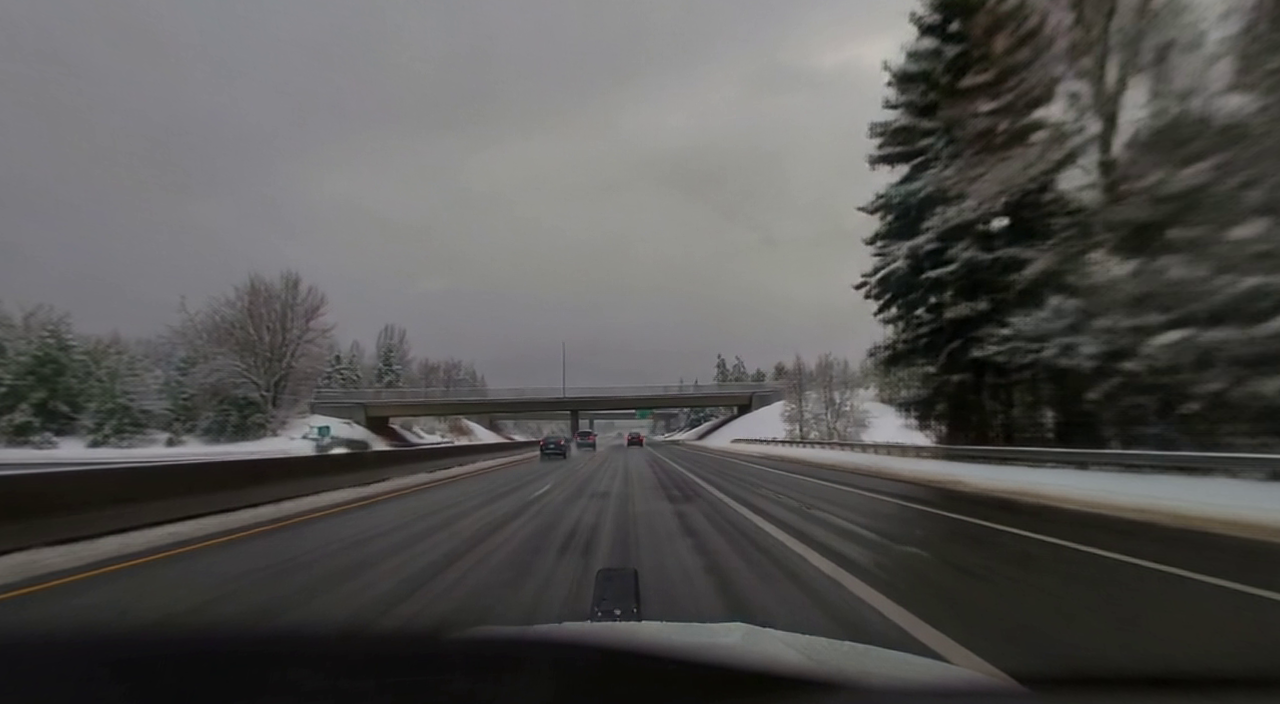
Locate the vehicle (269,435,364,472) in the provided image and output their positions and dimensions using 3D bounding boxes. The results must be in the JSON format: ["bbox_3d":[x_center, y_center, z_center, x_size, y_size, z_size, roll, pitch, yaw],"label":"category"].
[{"bbox_3d":[-13.677,4.282,26.963,1.784,1.443,4.402,0,-8,0],"label":"vehicle"}]

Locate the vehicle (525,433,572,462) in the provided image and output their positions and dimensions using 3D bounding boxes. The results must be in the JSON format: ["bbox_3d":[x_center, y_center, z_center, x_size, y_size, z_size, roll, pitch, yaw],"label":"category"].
[{"bbox_3d":[-4.887,5.138,34.173,1.933,1.473,4.023,0,-8,-1],"label":"vehicle"}]
